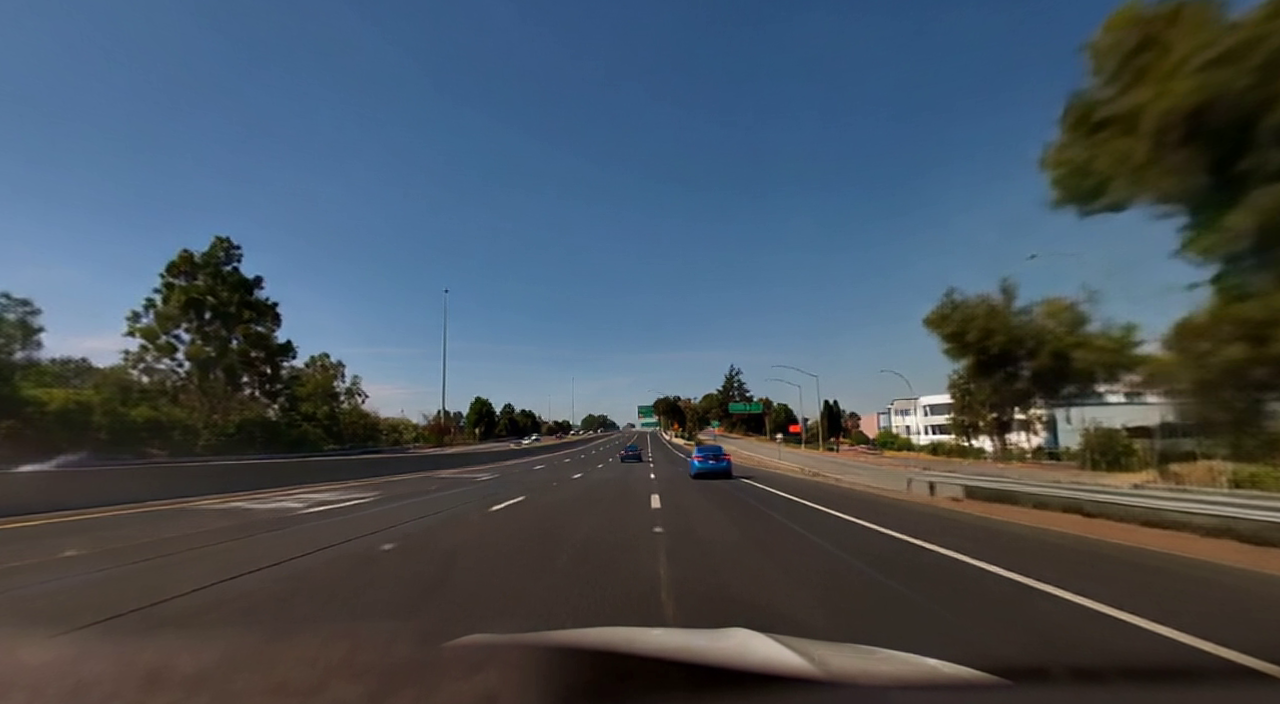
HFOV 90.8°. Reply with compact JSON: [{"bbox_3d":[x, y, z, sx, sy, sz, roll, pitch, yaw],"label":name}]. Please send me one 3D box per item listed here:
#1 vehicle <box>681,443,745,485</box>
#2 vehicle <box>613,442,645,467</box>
[{"bbox_3d":[2.849,4.489,25.678,2.029,1.528,4.644,0,-9,0],"label":"vehicle"},{"bbox_3d":[-0.712,7.269,44.941,2.127,1.692,4.382,0,-8,1],"label":"vehicle"}]
